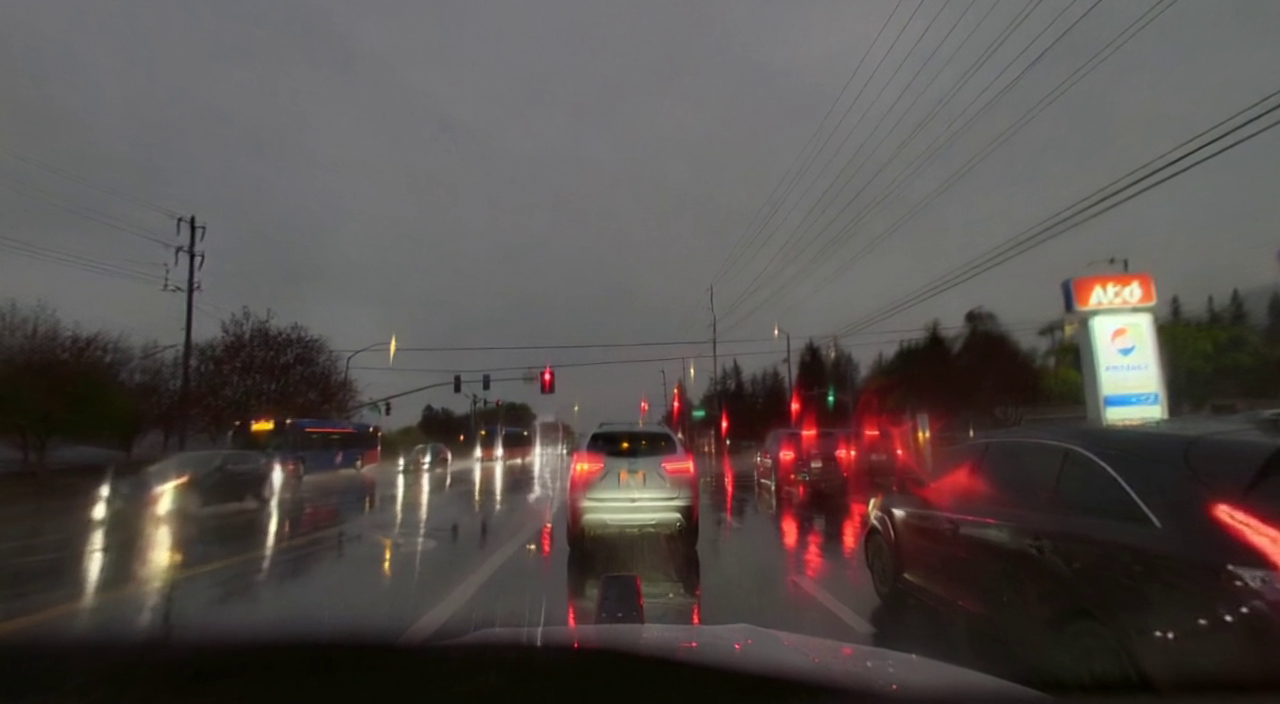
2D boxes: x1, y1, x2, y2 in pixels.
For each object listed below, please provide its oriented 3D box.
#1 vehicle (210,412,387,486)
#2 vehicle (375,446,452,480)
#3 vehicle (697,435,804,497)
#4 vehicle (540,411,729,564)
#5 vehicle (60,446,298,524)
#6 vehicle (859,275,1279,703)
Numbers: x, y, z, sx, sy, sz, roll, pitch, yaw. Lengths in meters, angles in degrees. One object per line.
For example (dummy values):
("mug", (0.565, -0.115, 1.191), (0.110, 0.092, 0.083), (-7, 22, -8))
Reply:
("vehicle", (-18.695, 5.523, 36.274), (3.010, 3.475, 12.655), (0, -9, 1))
("vehicle", (-10.592, 5.197, 29.917), (1.976, 1.483, 4.630), (0, -9, 0))
("vehicle", (2.884, 3.094, 17.574), (2.040, 1.481, 4.407), (0, -9, -2))
("vehicle", (-0.109, 1.806, 9.112), (2.087, 1.677, 4.053), (0, -9, -2))
("vehicle", (-10.360, 2.972, 14.808), (2.030, 1.498, 4.690), (0, -9, 0))
("vehicle", (3.084, 0.904, 3.643), (2.049, 1.813, 4.245), (0, -9, -1))
